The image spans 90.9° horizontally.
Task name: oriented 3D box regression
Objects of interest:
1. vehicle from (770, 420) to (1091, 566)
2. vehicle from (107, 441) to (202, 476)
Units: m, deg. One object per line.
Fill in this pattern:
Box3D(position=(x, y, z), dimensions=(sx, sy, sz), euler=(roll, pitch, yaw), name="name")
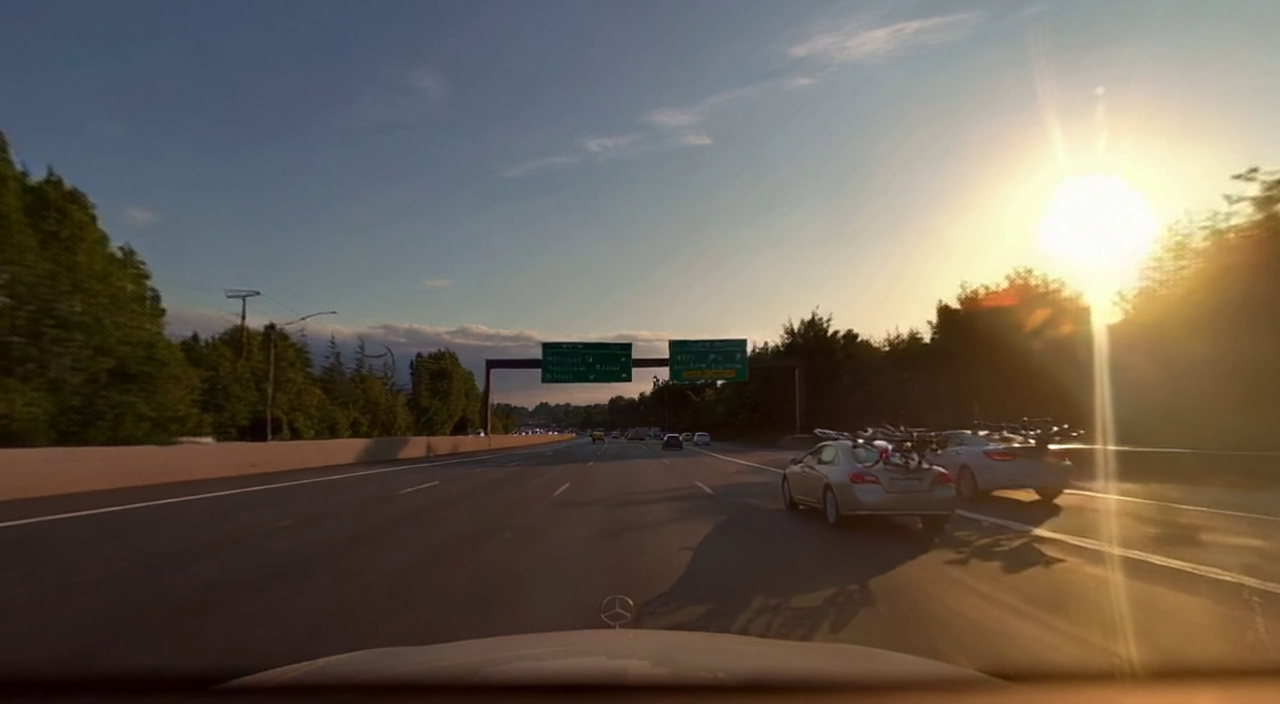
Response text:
Box3D(position=(3.395, 1.716, 8.645), dimensions=(2.094, 1.441, 4.568), euler=(0, -8, -2), name="vehicle")
Box3D(position=(-21.027, 4.587, 27.437), dimensions=(1.513, 1.354, 3.310), euler=(0, -7, -1), name="vehicle")
